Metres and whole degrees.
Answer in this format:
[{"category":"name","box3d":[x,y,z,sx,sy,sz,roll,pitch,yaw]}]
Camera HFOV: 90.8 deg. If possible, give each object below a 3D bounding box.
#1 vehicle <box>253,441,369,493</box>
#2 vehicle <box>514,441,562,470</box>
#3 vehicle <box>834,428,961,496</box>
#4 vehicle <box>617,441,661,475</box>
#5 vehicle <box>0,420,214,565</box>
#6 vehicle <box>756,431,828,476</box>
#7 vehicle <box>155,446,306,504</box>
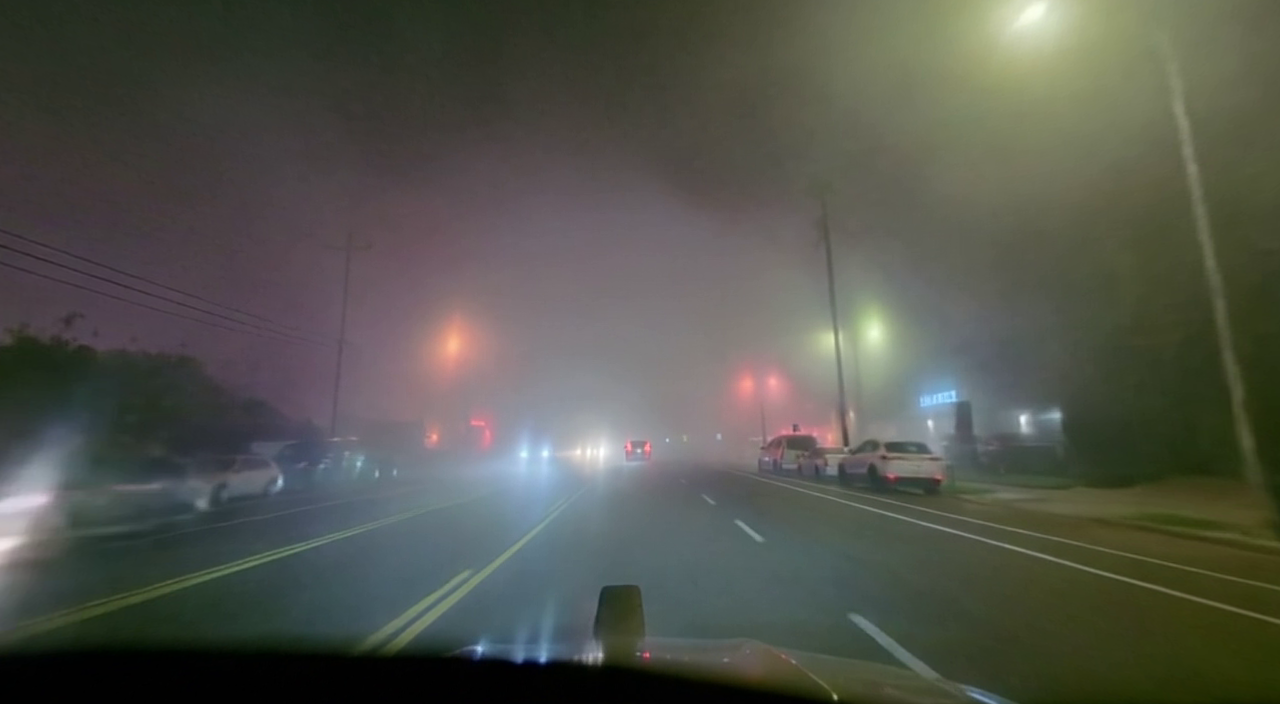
[{"category":"vehicle","box3d":[-14.278,4.960,27.939,2.138,1.906,5.692,-3,-8,-1]},{"category":"vehicle","box3d":[-6.344,6.518,39.990,2.254,1.732,4.571,0,-8,0]},{"category":"vehicle","box3d":[7.901,3.409,19.936,2.026,1.851,4.360,0,-8,-2]},{"category":"vehicle","box3d":[-0.074,5.263,31.710,2.067,1.547,4.513,0,-8,0]},{"category":"vehicle","box3d":[-9.472,2.111,10.054,2.048,1.890,4.780,0,-8,-1]},{"category":"vehicle","box3d":[7.629,5.153,32.348,2.257,2.072,5.376,0,-8,-1]},{"category":"vehicle","box3d":[-14.207,4.232,22.396,2.041,1.789,5.070,0,-8,-2]}]
